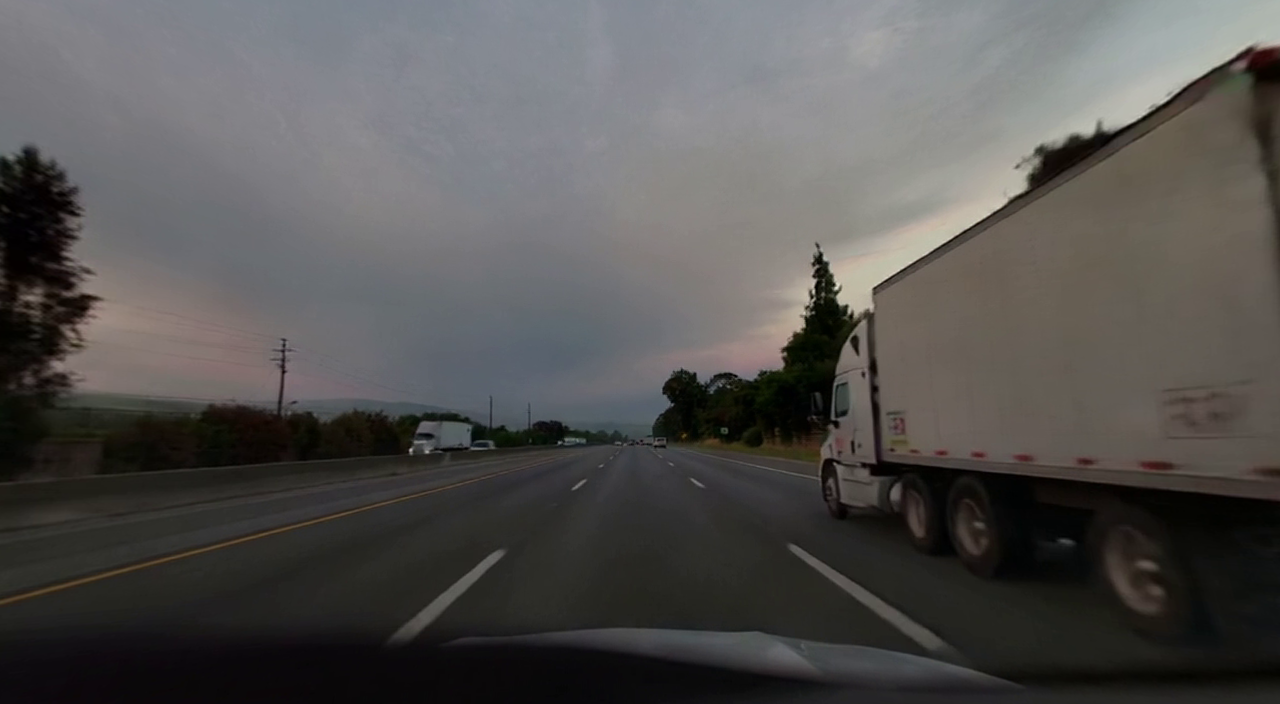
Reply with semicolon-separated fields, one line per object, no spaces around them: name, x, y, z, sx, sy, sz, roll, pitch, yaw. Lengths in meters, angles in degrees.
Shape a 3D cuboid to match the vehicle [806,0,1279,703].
vehicle;4.083;0.428;5.782;2.766;3.349;7.796;0;-8;-1
